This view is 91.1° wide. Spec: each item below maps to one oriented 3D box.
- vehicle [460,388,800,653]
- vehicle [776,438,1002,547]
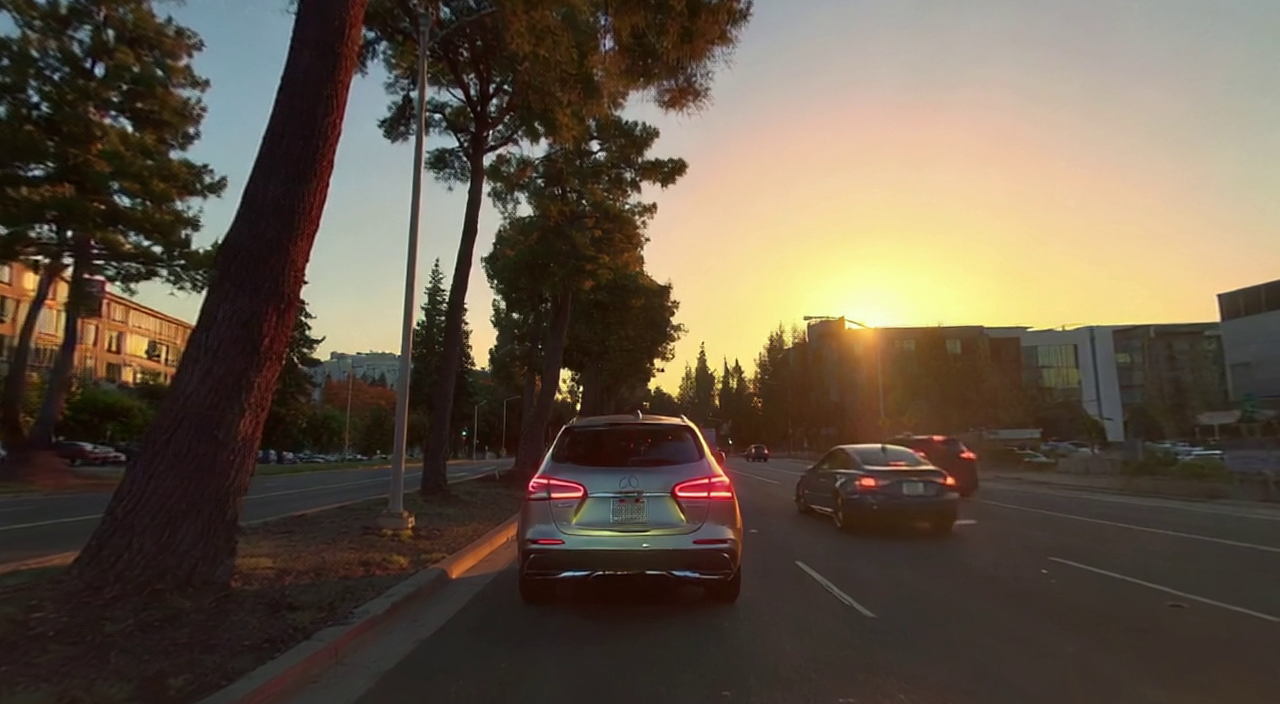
[{"bbox_3d":[-0.082,1.381,6.139,2.172,1.694,4.055,0,-8,-1],"label":"vehicle"},{"bbox_3d":[3.879,2.246,10.789,2.058,1.468,4.339,0,-9,0],"label":"vehicle"}]
